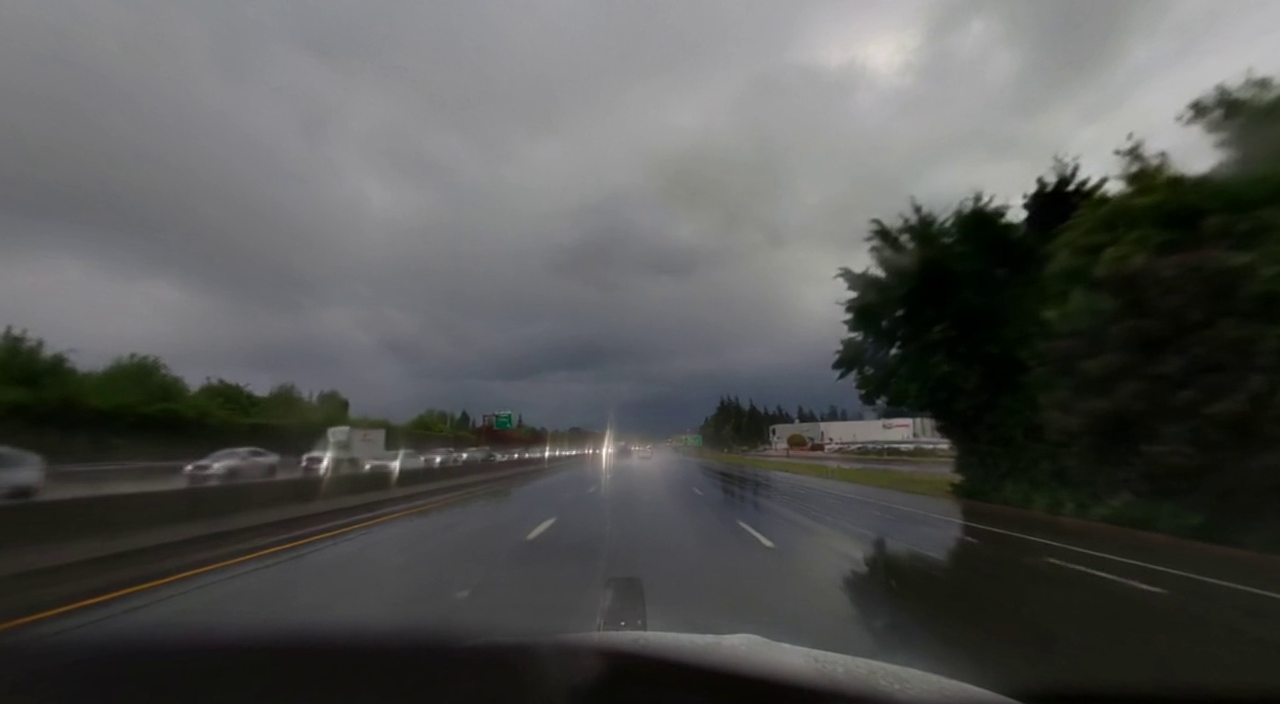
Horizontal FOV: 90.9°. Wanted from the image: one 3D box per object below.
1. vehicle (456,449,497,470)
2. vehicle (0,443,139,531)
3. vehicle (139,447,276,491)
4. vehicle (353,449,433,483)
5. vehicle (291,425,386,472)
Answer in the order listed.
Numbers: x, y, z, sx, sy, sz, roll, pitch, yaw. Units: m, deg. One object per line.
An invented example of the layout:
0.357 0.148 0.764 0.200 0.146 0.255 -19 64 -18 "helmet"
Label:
-11.828 7.827 45.834 1.814 1.438 3.897 -1 -9 2 "vehicle"
-11.902 2.424 11.528 1.988 1.457 4.746 1 -9 -7 "vehicle"
-15.865 4.289 23.452 1.890 1.461 4.518 0 -9 0 "vehicle"
-11.573 5.353 29.860 1.960 1.425 4.465 0 -9 0 "vehicle"
-19.678 6.394 41.633 2.668 2.821 6.805 -1 -9 2 "vehicle"
